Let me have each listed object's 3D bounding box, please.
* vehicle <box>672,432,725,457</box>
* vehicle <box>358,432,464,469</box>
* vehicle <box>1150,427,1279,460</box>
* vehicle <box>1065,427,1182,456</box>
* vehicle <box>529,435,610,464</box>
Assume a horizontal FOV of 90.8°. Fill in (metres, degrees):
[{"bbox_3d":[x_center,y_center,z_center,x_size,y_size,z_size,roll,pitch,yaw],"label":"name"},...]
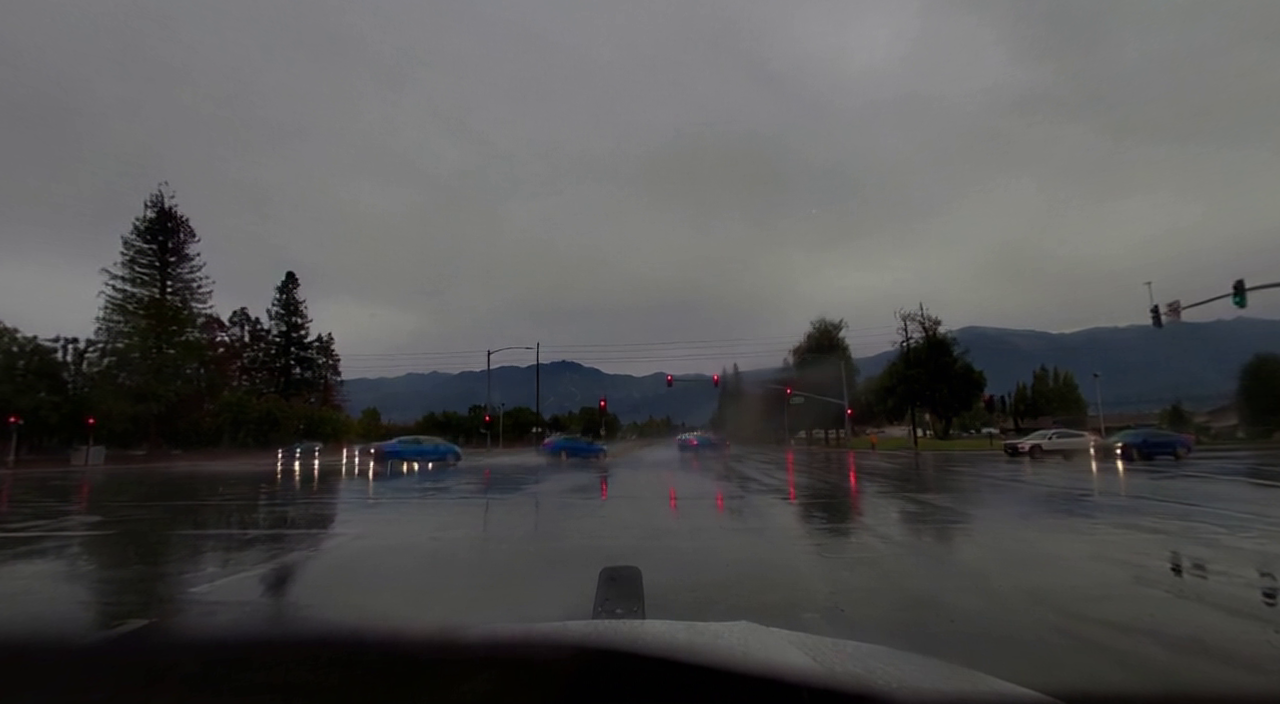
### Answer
[{"bbox_3d":[4.612,7.200,49.047,2.246,1.805,5.228,-5,-10,27],"label":"vehicle"},{"bbox_3d":[-11.472,4.959,31.778,4.812,1.735,2.105,3,-9,-21],"label":"vehicle"},{"bbox_3d":[27.311,4.309,29.795,4.778,1.495,1.959,0,-9,0],"label":"vehicle"},{"bbox_3d":[28.369,5.274,37.202,5.100,1.680,2.055,0,-9,1],"label":"vehicle"},{"bbox_3d":[-4.093,5.674,36.836,4.218,1.542,2.044,6,-11,-36],"label":"vehicle"}]
